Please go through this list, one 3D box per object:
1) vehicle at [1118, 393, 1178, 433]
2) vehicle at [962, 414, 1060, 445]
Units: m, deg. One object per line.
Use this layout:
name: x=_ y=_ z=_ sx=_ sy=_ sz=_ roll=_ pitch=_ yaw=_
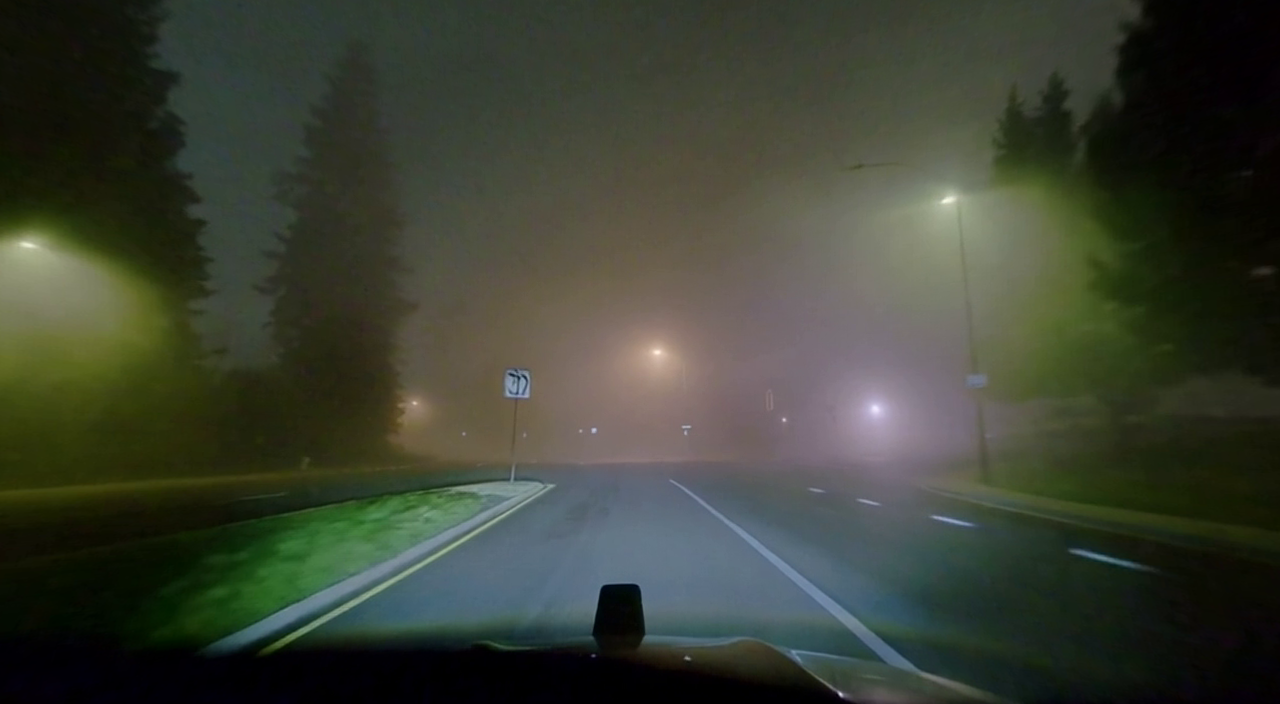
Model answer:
vehicle: x=29.125 y=3.562 z=36.016 sx=2.111 sy=2.008 sz=4.557 roll=-8 pitch=-12 yaw=43
vehicle: x=20.644 y=4.375 z=35.132 sx=4.499 sy=1.627 sz=2.003 roll=-5 pitch=-10 yaw=33
